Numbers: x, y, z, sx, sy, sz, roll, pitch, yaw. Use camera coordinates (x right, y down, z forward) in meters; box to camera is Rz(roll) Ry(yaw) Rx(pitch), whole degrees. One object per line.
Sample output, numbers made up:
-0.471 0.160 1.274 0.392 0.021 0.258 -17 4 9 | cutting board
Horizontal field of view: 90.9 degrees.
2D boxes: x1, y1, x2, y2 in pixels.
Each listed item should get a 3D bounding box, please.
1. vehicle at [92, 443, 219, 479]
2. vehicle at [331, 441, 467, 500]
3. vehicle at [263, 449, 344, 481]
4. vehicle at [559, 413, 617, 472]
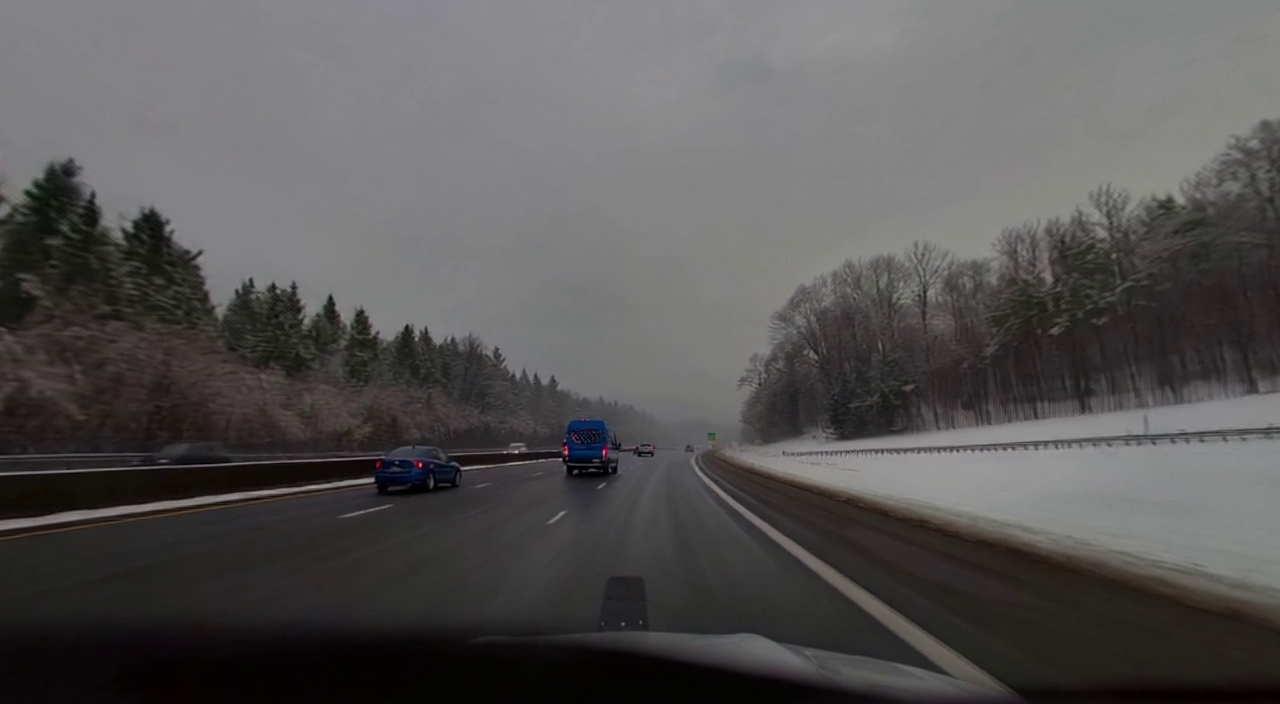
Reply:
-24.056 5.414 31.645 1.999 1.620 5.320 0 -8 3 | vehicle
-6.588 3.266 17.871 1.947 1.438 4.440 0 -8 2 | vehicle
-16.332 5.485 30.831 1.838 1.427 3.727 0 -8 2 | vehicle
-2.654 4.868 33.987 2.319 2.883 5.632 0 -8 4 | vehicle
